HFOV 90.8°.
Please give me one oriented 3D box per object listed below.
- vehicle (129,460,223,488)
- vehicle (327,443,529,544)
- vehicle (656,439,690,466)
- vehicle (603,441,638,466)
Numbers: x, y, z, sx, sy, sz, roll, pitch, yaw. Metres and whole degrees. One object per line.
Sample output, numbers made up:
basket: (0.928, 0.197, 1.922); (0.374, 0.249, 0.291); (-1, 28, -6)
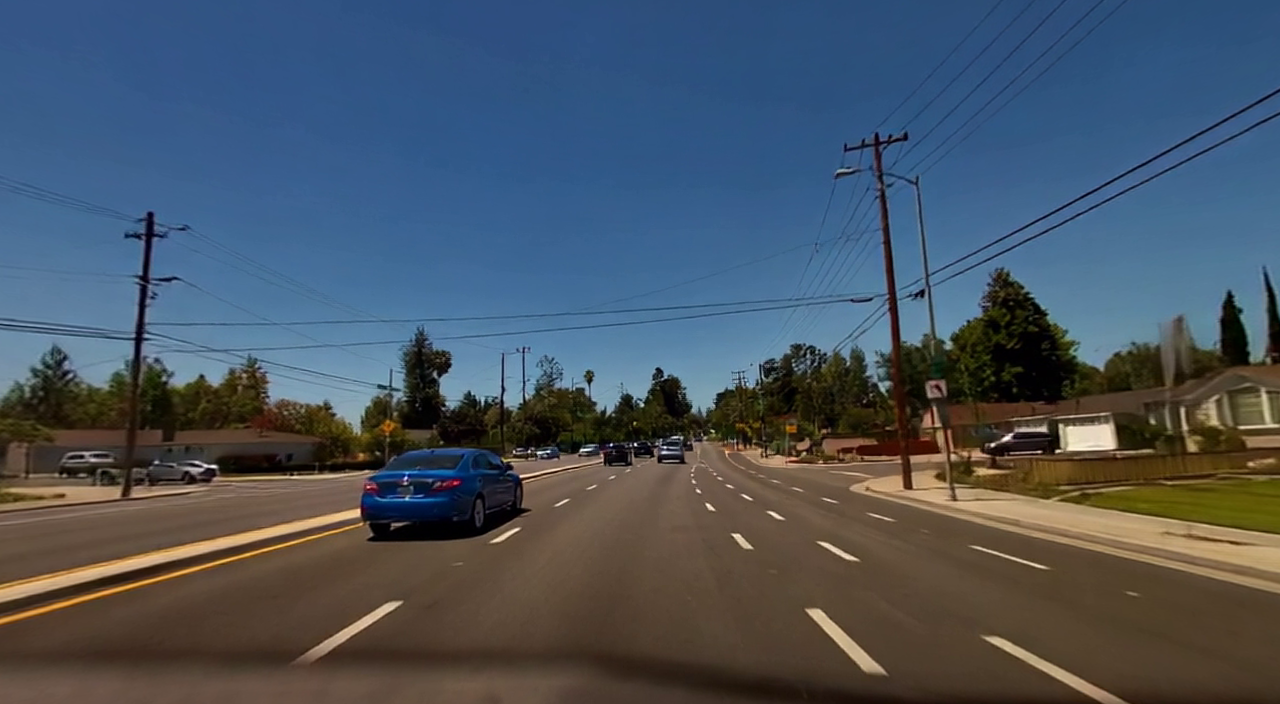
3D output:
vehicle: (-26.468, 6.965, 36.057); (4.240, 1.442, 1.574); (0, -8, 5)
vehicle: (-3.424, 2.354, 11.277); (1.901, 1.409, 4.442); (0, -8, 2)
vehicle: (2.378, 7.101, 44.764); (2.155, 1.836, 4.250); (-1, -8, 6)
vehicle: (-1.372, 7.323, 45.718); (1.899, 1.685, 4.121); (-1, -8, 7)
